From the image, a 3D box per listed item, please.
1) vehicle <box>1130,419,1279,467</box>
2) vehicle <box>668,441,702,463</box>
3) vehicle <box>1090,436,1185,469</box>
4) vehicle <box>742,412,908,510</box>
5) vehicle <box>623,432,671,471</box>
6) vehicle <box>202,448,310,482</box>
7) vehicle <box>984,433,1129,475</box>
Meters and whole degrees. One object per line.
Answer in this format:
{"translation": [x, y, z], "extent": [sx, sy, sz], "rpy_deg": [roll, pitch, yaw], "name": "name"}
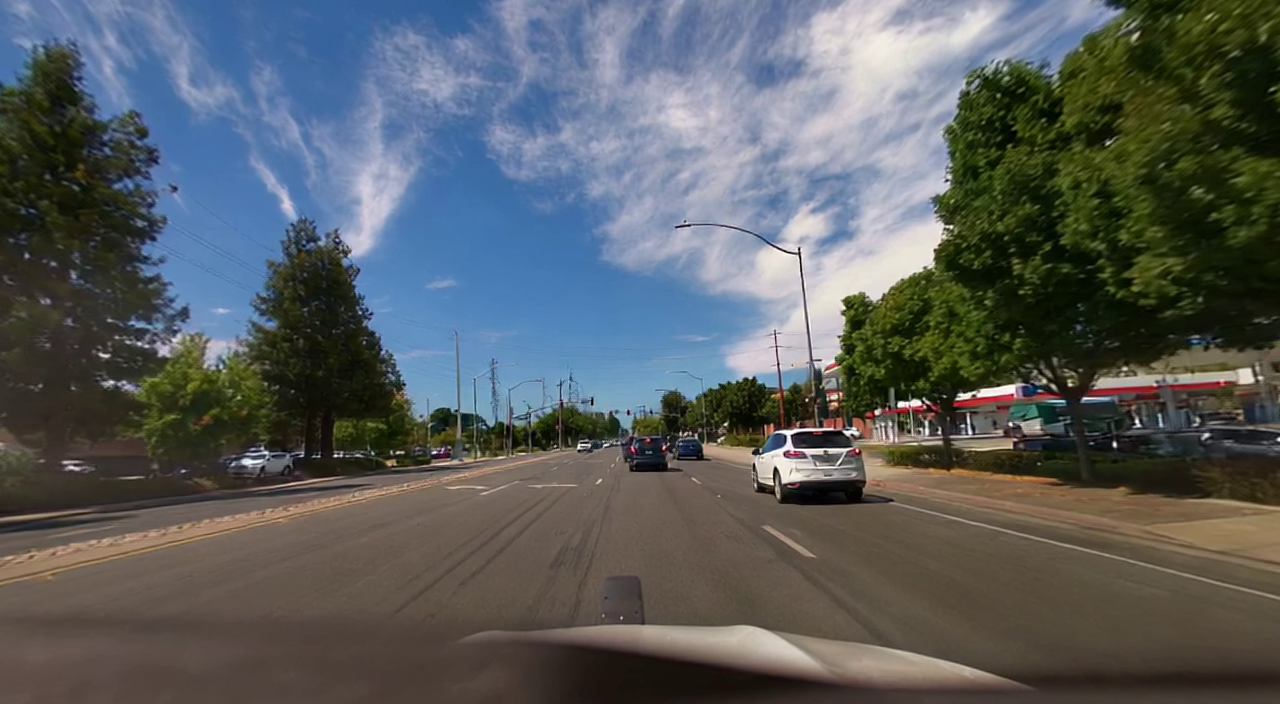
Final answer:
{"translation": [25.099, 4.077, 28.242], "extent": [2.272, 1.731, 5.051], "rpy_deg": [-6, -9, 0], "name": "vehicle"}
{"translation": [2.884, 6.497, 41.162], "extent": [1.822, 1.331, 3.583], "rpy_deg": [0, -8, -2], "name": "vehicle"}
{"translation": [22.310, 4.525, 28.480], "extent": [1.498, 1.323, 3.303], "rpy_deg": [-2, -9, -1], "name": "vehicle"}
{"translation": [3.816, 2.374, 14.195], "extent": [2.116, 1.791, 5.006], "rpy_deg": [0, -8, -1], "name": "vehicle"}
{"translation": [0.264, 4.781, 30.425], "extent": [2.164, 1.718, 3.881], "rpy_deg": [0, -8, -1], "name": "vehicle"}
{"translation": [-24.321, 7.133, 40.270], "extent": [2.100, 1.937, 5.517], "rpy_deg": [-4, -9, 26], "name": "vehicle"}
{"translation": [15.694, 3.849, 23.971], "extent": [4.165, 1.517, 1.795], "rpy_deg": [0, -8, 0], "name": "vehicle"}
